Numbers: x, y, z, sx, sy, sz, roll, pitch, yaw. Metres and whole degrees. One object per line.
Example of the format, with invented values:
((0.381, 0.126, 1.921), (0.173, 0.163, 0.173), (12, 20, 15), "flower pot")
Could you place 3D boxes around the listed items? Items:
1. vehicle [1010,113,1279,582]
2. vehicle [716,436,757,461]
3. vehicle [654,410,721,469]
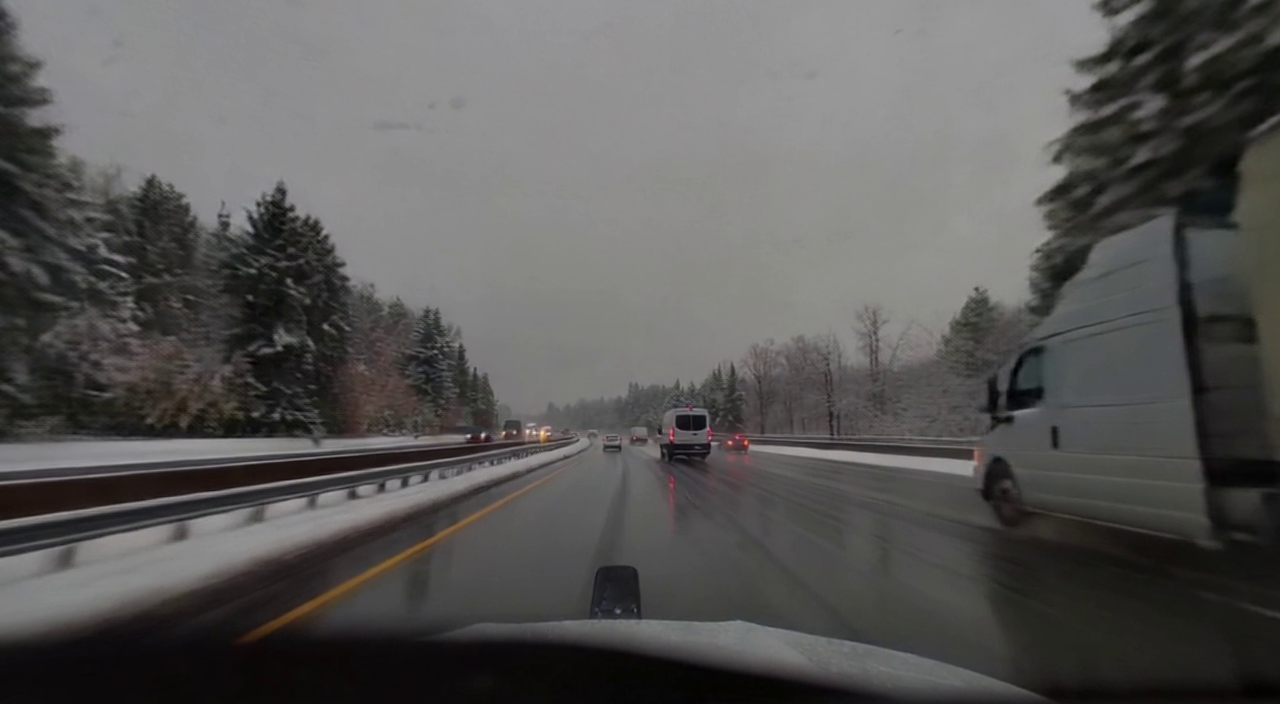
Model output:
((7.056, -0.473, 2.269), (2.904, 4.054, 14.017), (0, -8, 0), "vehicle")
((5.868, 5.896, 38.712), (1.821, 1.468, 3.805), (0, -8, -2), "vehicle")
((2.100, 4.123, 29.847), (2.436, 2.521, 5.409), (0, -8, -3), "vehicle")
